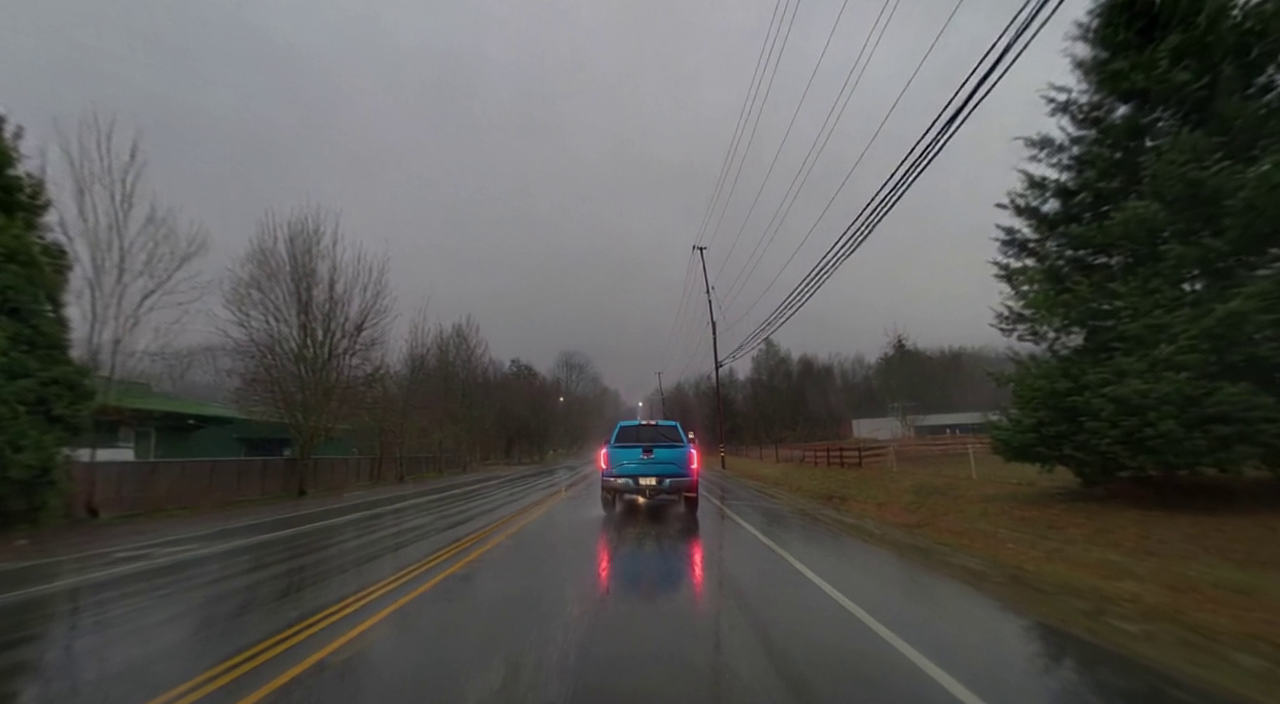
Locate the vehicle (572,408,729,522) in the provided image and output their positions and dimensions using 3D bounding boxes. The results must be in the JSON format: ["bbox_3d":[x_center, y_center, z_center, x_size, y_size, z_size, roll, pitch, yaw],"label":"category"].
[{"bbox_3d":[0.166,2.426,14.122,2.693,1.941,6.356,0,-9,0],"label":"vehicle"}]
